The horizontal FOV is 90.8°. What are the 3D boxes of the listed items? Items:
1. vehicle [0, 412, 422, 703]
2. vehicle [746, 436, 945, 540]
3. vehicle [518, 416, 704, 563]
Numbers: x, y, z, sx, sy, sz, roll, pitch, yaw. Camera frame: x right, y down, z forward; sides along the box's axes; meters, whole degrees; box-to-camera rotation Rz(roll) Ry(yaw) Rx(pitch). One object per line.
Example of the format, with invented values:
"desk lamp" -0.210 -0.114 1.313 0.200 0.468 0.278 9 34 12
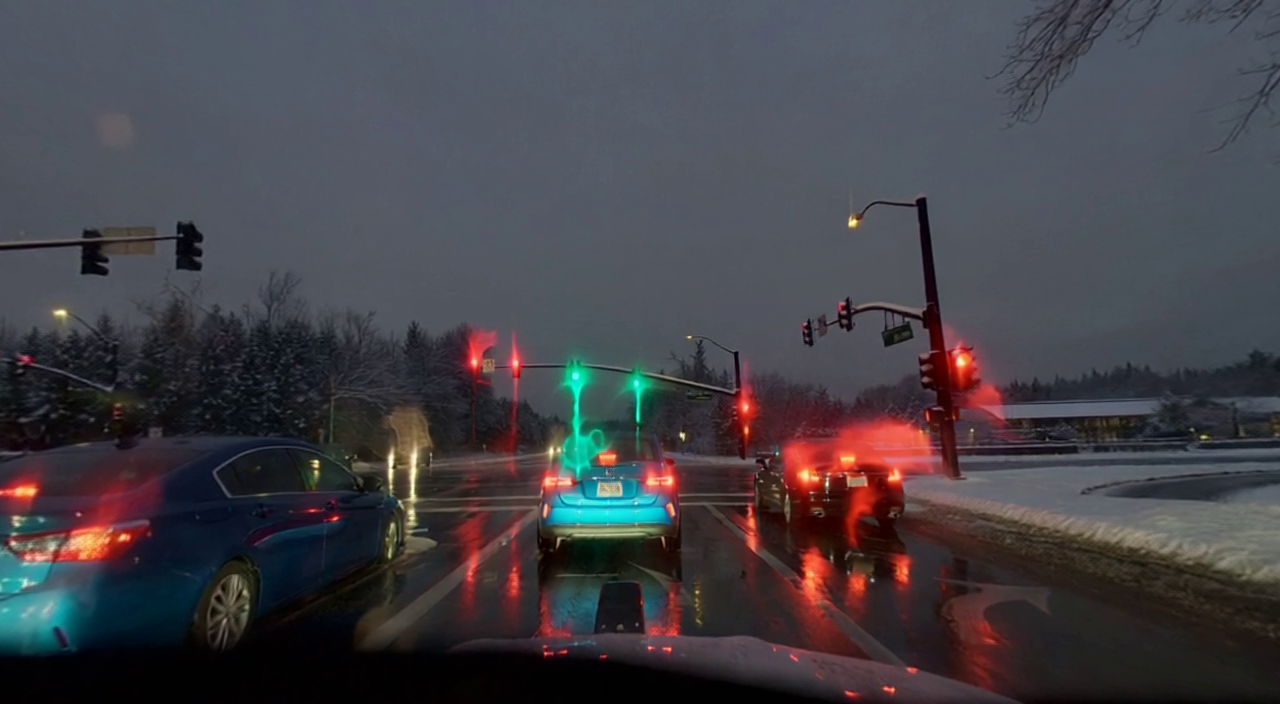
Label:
"vehicle" -3.577 1.339 5.077 2.052 1.472 4.479 0 -8 0
"vehicle" 3.275 2.247 11.175 1.970 1.449 4.433 0 -8 -1
"vehicle" -0.344 1.806 8.961 2.038 1.599 3.844 0 -8 -1
